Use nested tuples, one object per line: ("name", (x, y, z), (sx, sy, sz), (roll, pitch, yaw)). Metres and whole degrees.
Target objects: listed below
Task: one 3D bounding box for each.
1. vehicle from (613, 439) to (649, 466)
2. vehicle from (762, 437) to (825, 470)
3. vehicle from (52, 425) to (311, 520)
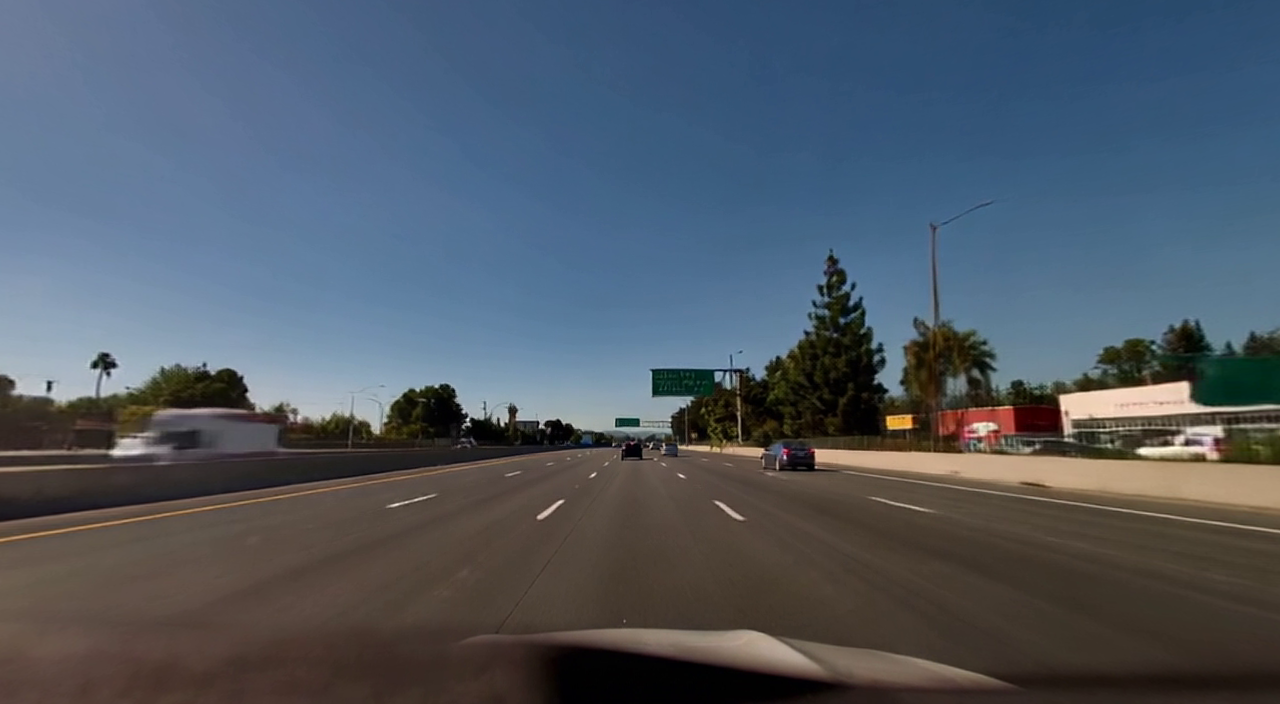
("vehicle", (-0.531, 5.817, 36.615), (1.999, 1.473, 4.351), (0, -8, -1))
("vehicle", (7.333, 4.907, 30.584), (1.867, 1.463, 4.295), (0, -8, -1))
("vehicle", (-9.778, 2.577, 14.191), (2.005, 1.725, 5.137), (0, -8, -1))
